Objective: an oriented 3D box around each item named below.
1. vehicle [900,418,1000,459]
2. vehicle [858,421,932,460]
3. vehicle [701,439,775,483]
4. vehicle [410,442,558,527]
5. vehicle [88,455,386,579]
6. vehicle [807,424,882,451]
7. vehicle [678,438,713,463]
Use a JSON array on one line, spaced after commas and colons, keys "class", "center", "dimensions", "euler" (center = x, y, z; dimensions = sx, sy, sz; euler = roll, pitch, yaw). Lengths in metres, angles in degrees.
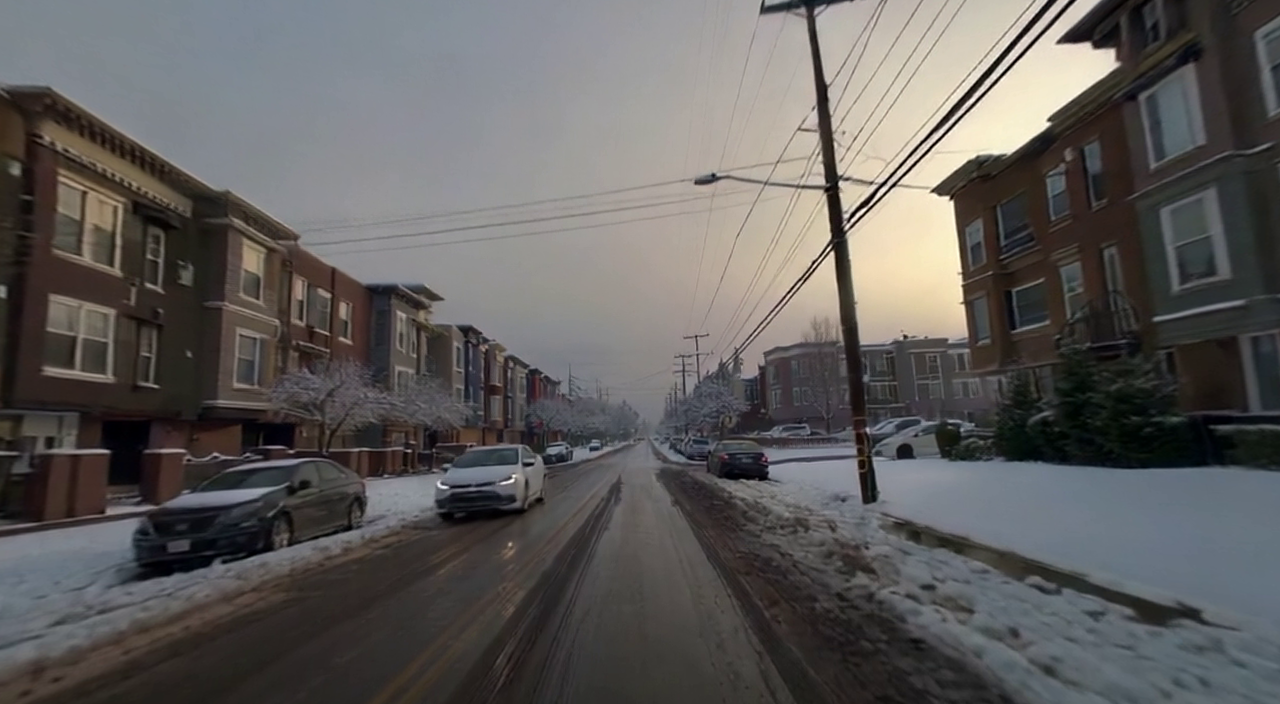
[{"class": "vehicle", "center": [12.890, 3.691, 26.608], "dimensions": [1.997, 1.546, 4.370], "euler": [-2, -9, 1]}, {"class": "vehicle", "center": [10.552, 3.697, 26.372], "dimensions": [1.801, 1.491, 3.488], "euler": [-1, -8, 4]}, {"class": "vehicle", "center": [3.510, 3.984, 23.475], "dimensions": [1.928, 1.440, 4.738], "euler": [0, -8, -1]}, {"class": "vehicle", "center": [-3.085, 2.689, 13.532], "dimensions": [2.052, 1.483, 4.276], "euler": [0, -8, 1]}, {"class": "vehicle", "center": [-6.127, 2.503, 10.445], "dimensions": [1.863, 1.449, 4.536], "euler": [-1, -8, 2]}, {"class": "vehicle", "center": [13.243, 5.583, 41.141], "dimensions": [1.897, 1.659, 4.648], "euler": [4, -9, -27]}, {"class": "vehicle", "center": [3.700, 6.624, 42.479], "dimensions": [1.914, 1.591, 3.892], "euler": [0, -8, -1]}]
